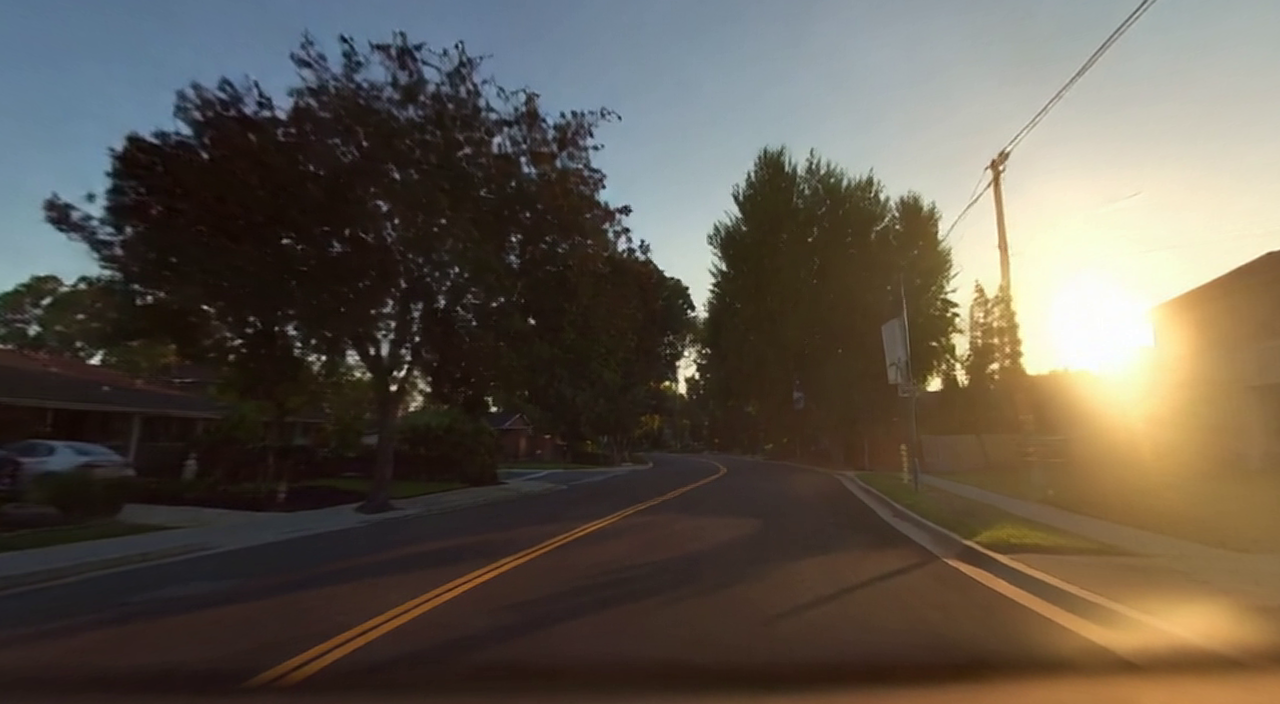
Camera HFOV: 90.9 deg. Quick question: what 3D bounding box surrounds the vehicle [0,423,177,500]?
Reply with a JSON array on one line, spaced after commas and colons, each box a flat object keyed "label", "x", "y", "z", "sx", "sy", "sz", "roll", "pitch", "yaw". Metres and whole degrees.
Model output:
[{"label": "vehicle", "x": -15.533, "y": 2.878, "z": 16.868, "sx": 4.410, "sy": 1.710, "sz": 2.065, "roll": 5, "pitch": -9, "yaw": -6}]
